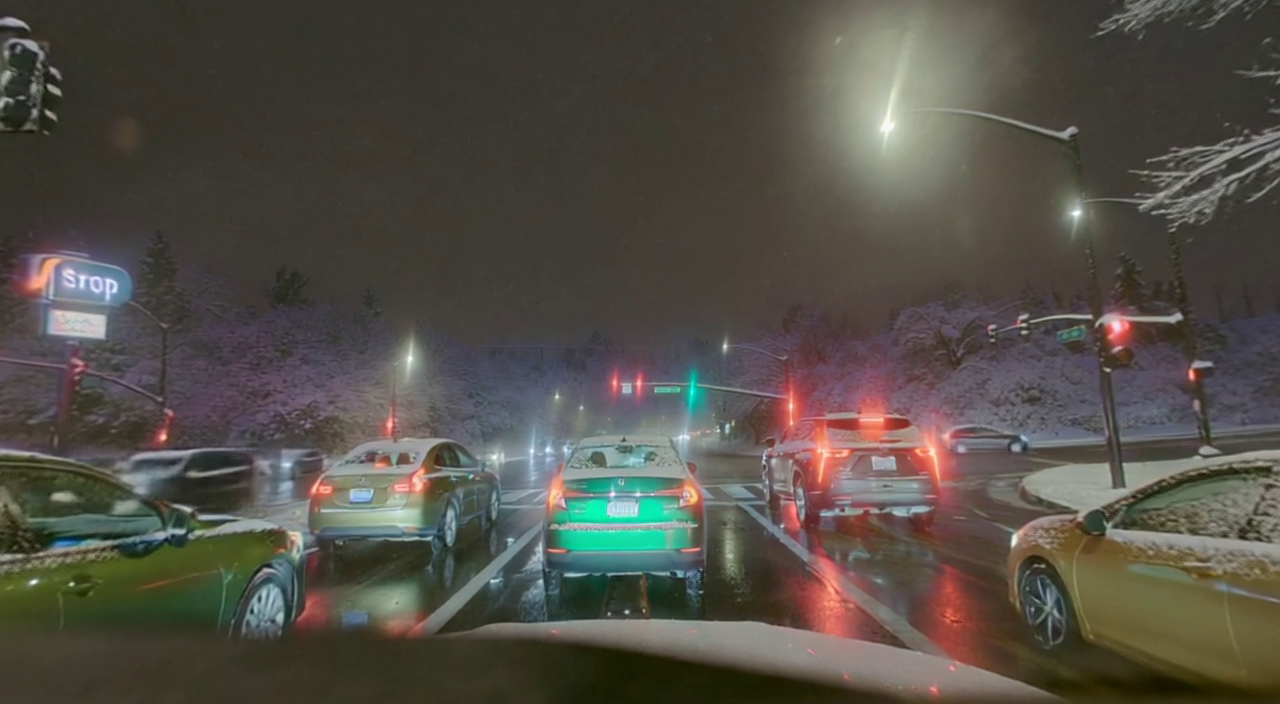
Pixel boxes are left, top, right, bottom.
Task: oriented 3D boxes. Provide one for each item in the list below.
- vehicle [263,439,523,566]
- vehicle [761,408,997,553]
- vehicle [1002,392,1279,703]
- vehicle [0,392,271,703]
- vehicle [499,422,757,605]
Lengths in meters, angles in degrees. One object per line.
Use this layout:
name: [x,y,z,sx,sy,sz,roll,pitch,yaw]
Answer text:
vehicle: [-3.287,2.074,9.549,1.995,1.436,4.373,-1,-8,3]
vehicle: [3.320,1.873,9.841,1.992,1.744,4.183,0,-8,0]
vehicle: [3.943,0.972,3.100,1.800,1.519,4.198,0,-8,0]
vehicle: [-3.475,0.854,1.846,2.016,1.547,4.414,0,-8,1]
vehicle: [-0.117,1.657,7.389,2.140,1.499,4.119,0,-8,0]
